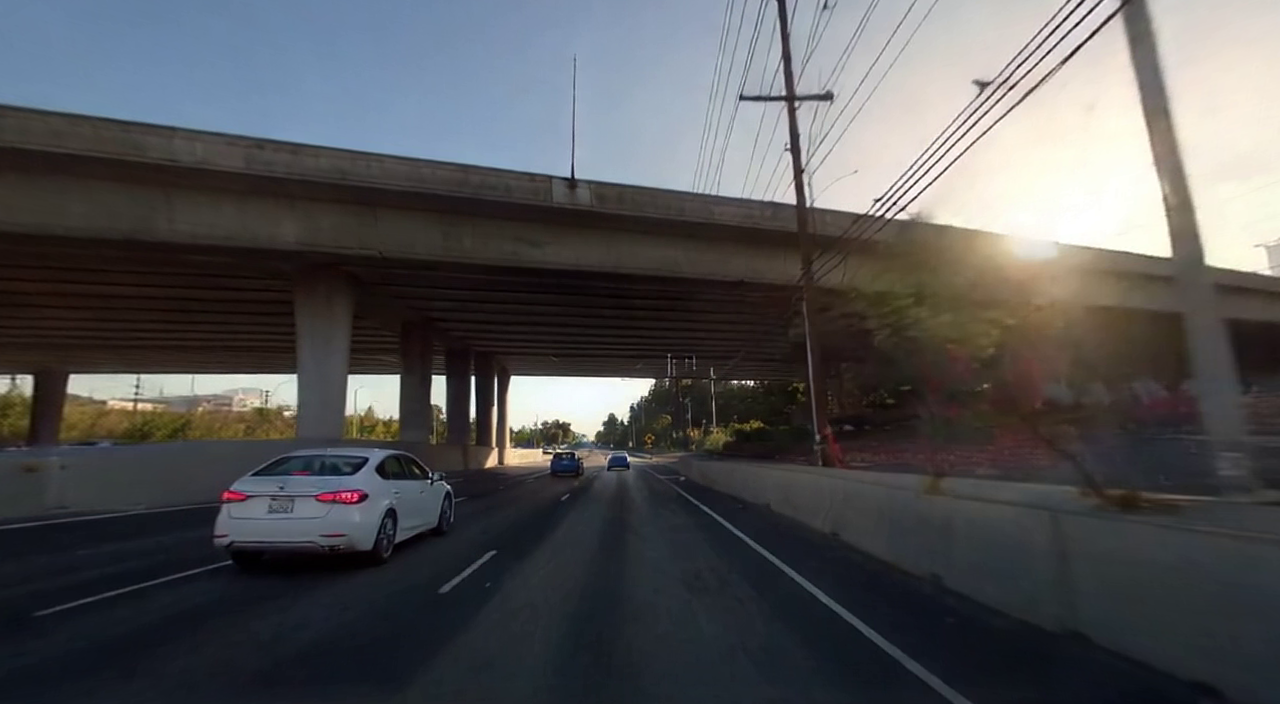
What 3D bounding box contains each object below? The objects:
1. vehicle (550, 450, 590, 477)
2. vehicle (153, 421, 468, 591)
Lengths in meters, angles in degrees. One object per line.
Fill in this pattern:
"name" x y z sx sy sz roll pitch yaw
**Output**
"vehicle" -4.074 6.562 37.279 1.946 1.437 4.154 0 -8 -1
"vehicle" -3.859 1.846 8.472 1.925 1.666 4.271 0 -8 -1
